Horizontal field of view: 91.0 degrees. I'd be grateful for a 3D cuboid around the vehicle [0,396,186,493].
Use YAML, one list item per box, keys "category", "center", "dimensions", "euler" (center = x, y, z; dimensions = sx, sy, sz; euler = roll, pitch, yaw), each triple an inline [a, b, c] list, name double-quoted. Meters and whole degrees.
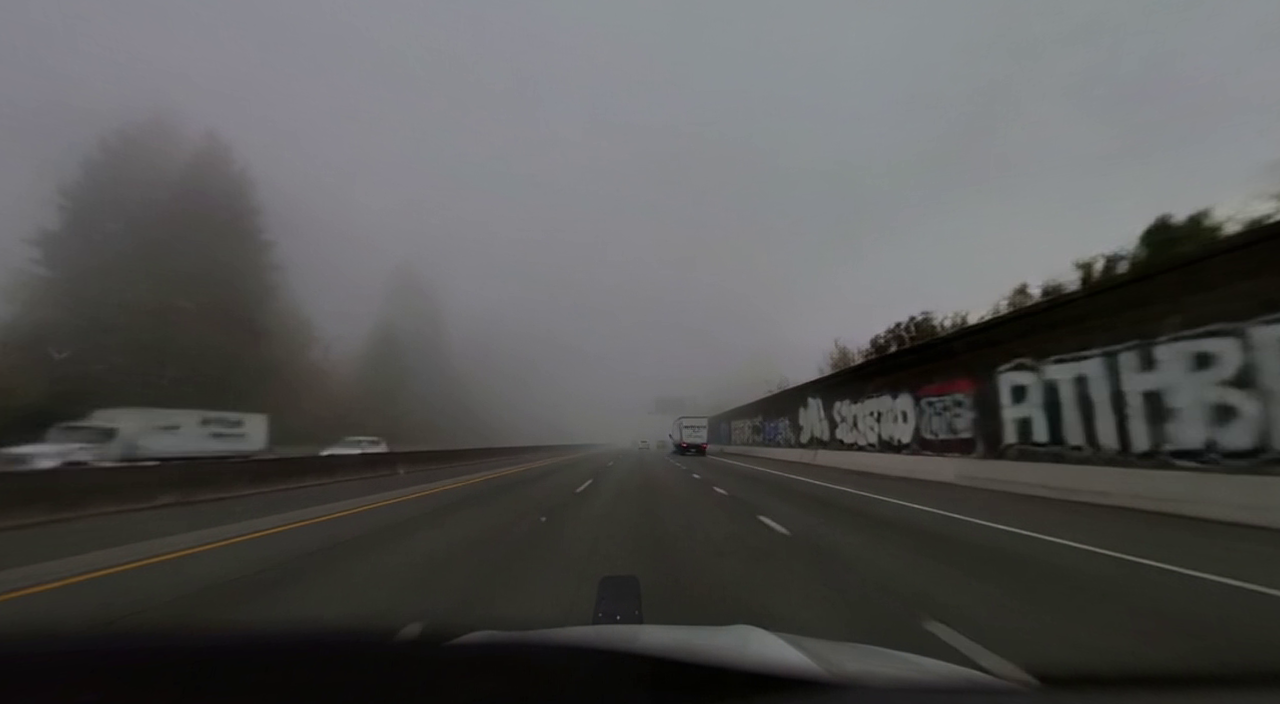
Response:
- category: "vehicle"
  center: [-21.175, 3.517, 24.160]
  dimensions: [2.866, 3.196, 6.122]
  euler: [0, -8, 0]
